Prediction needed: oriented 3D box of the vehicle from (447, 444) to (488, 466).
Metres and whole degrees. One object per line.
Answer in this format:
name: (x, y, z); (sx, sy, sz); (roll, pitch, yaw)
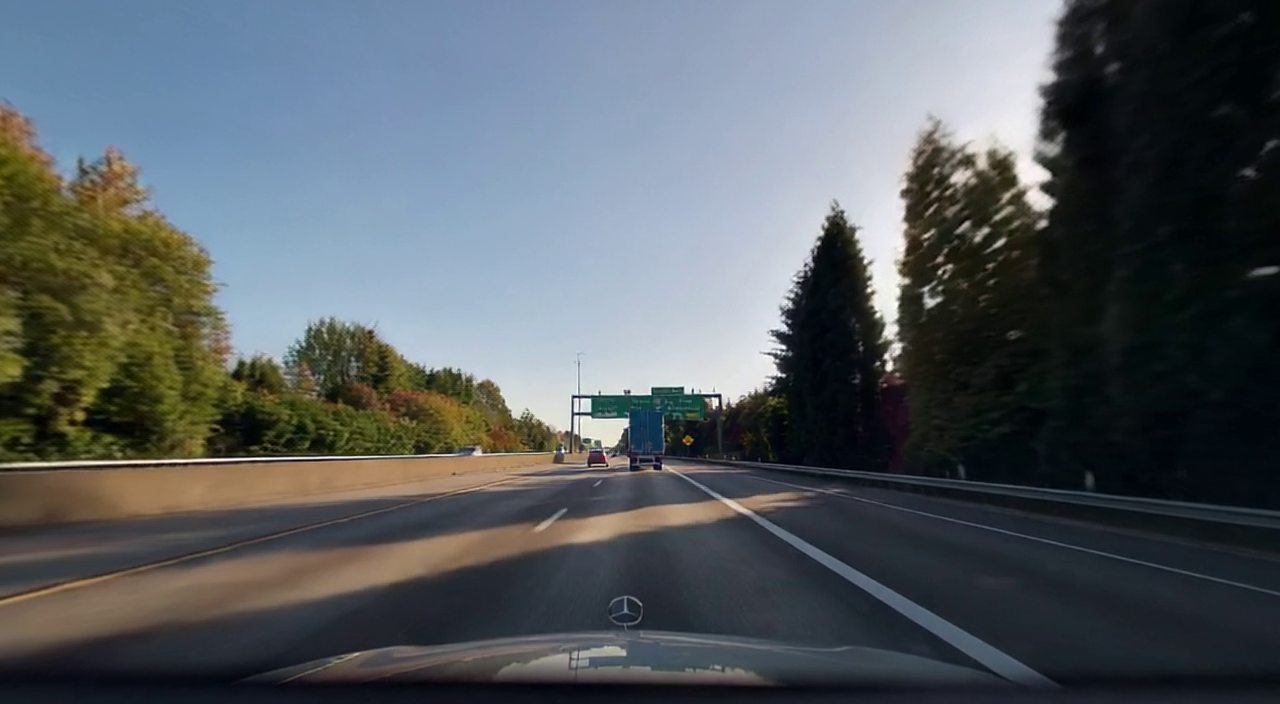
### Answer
vehicle: (-13.422, 8.070, 49.270); (1.957, 1.611, 4.223); (0, -9, 0)

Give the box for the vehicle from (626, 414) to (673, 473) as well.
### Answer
vehicle: (0.485, 6.416, 43.956); (2.893, 3.628, 9.081); (0, -9, -2)
